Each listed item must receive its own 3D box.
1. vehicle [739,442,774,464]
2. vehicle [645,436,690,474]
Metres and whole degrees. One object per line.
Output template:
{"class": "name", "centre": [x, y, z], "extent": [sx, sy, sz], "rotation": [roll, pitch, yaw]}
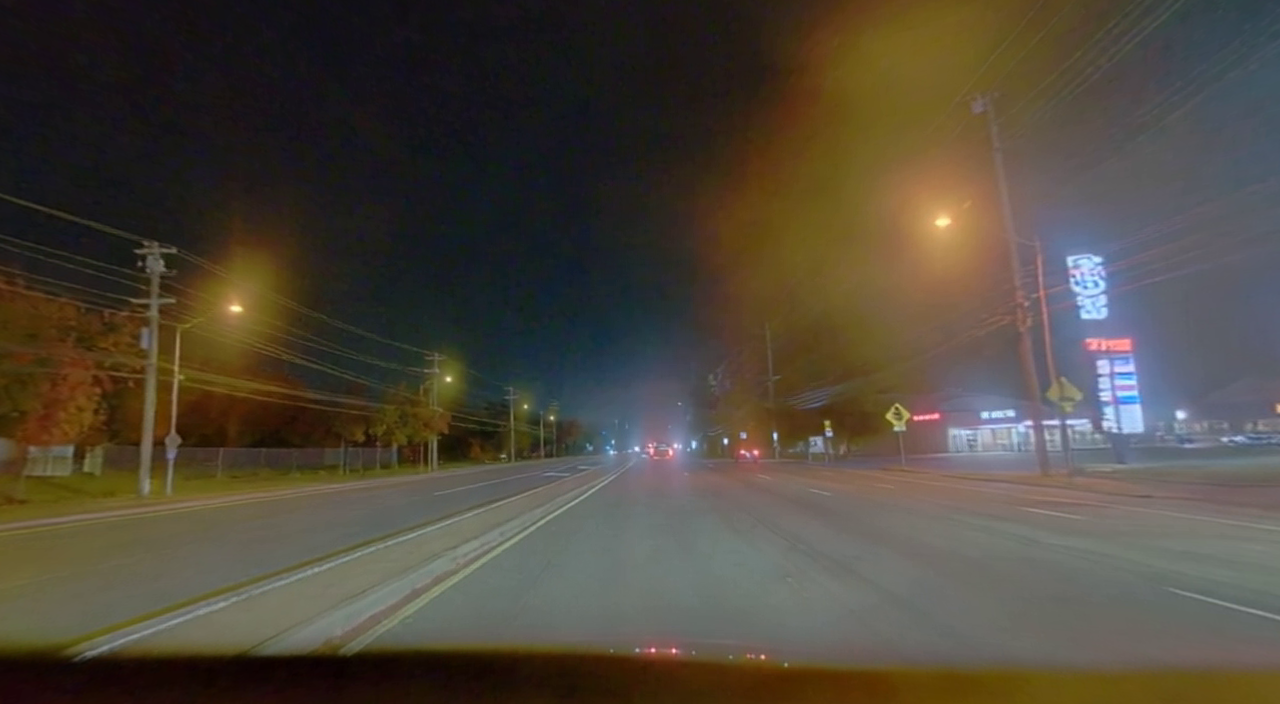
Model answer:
{"class": "vehicle", "centre": [8.224, 7.172, 44.806], "extent": [1.760, 1.481, 4.161], "rotation": [0, -8, 0]}
{"class": "vehicle", "centre": [1.381, 5.426, 33.383], "extent": [2.141, 1.842, 4.889], "rotation": [0, -8, 0]}
